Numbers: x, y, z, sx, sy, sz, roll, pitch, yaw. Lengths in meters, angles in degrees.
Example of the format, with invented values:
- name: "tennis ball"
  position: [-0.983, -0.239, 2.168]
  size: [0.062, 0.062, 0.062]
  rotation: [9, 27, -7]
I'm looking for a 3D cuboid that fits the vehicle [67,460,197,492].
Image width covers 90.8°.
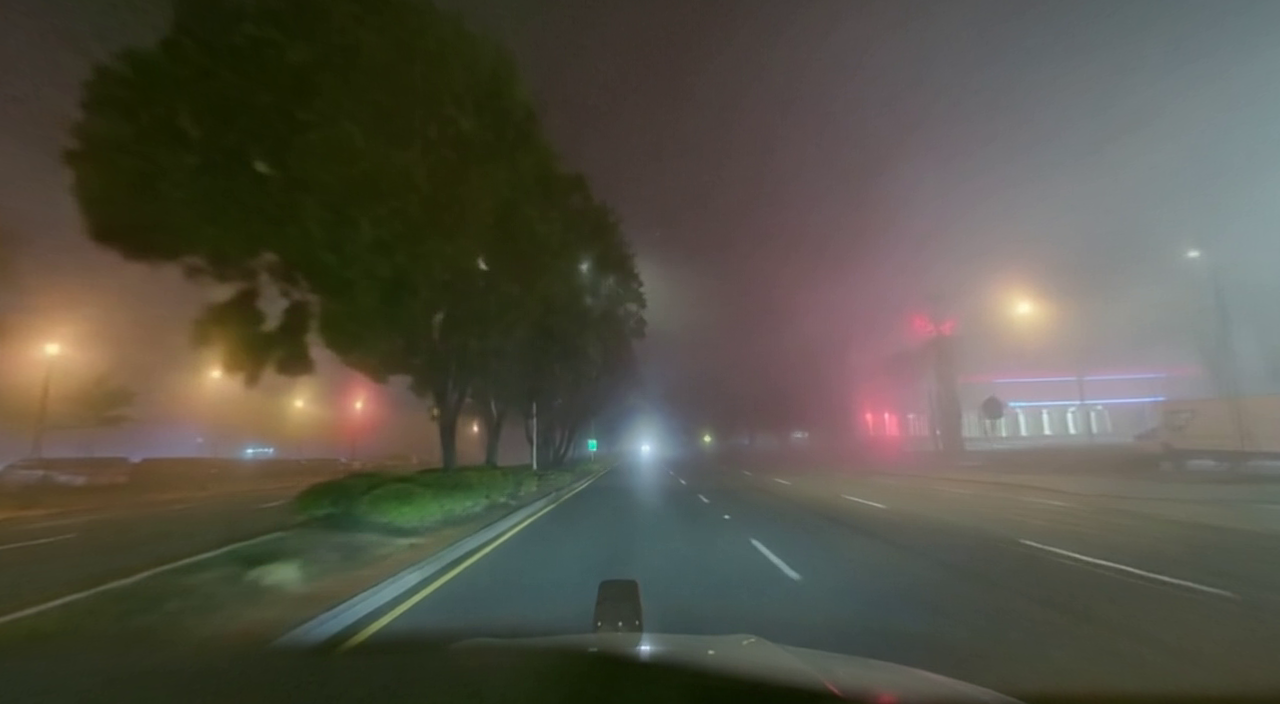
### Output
- name: "vehicle"
  position: [-26.371, 6.419, 33.039]
  size: [4.810, 1.465, 2.056]
  rotation: [3, -9, -22]

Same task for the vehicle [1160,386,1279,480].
- name: "vehicle"
  position: [25.640, 3.358, 25.814]
  size: [2.718, 3.538, 7.077]
  rotation: [0, -9, 2]
